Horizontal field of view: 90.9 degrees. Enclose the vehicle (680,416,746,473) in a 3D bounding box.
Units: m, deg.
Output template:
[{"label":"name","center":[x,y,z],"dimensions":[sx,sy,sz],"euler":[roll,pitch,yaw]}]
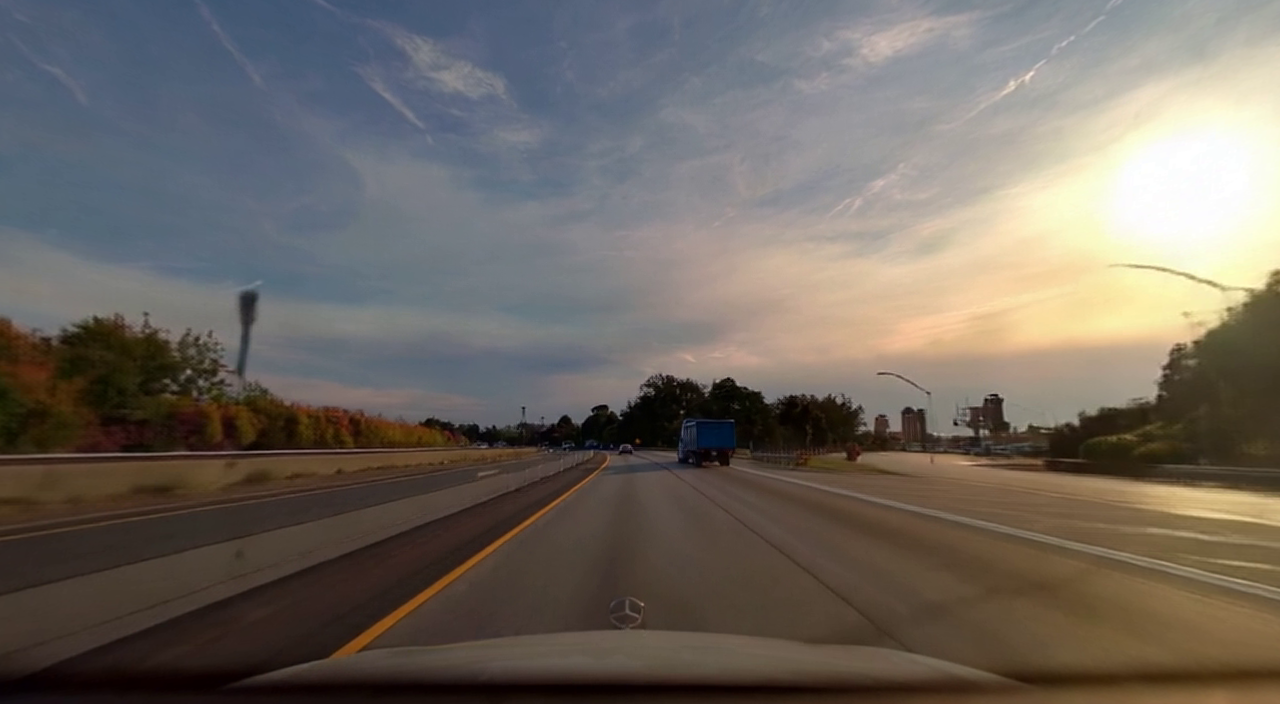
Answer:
[{"label":"vehicle","center":[3.471,4.604,31.368],"dimensions":[2.430,2.495,6.062],"euler":[0,-8,-1]}]
